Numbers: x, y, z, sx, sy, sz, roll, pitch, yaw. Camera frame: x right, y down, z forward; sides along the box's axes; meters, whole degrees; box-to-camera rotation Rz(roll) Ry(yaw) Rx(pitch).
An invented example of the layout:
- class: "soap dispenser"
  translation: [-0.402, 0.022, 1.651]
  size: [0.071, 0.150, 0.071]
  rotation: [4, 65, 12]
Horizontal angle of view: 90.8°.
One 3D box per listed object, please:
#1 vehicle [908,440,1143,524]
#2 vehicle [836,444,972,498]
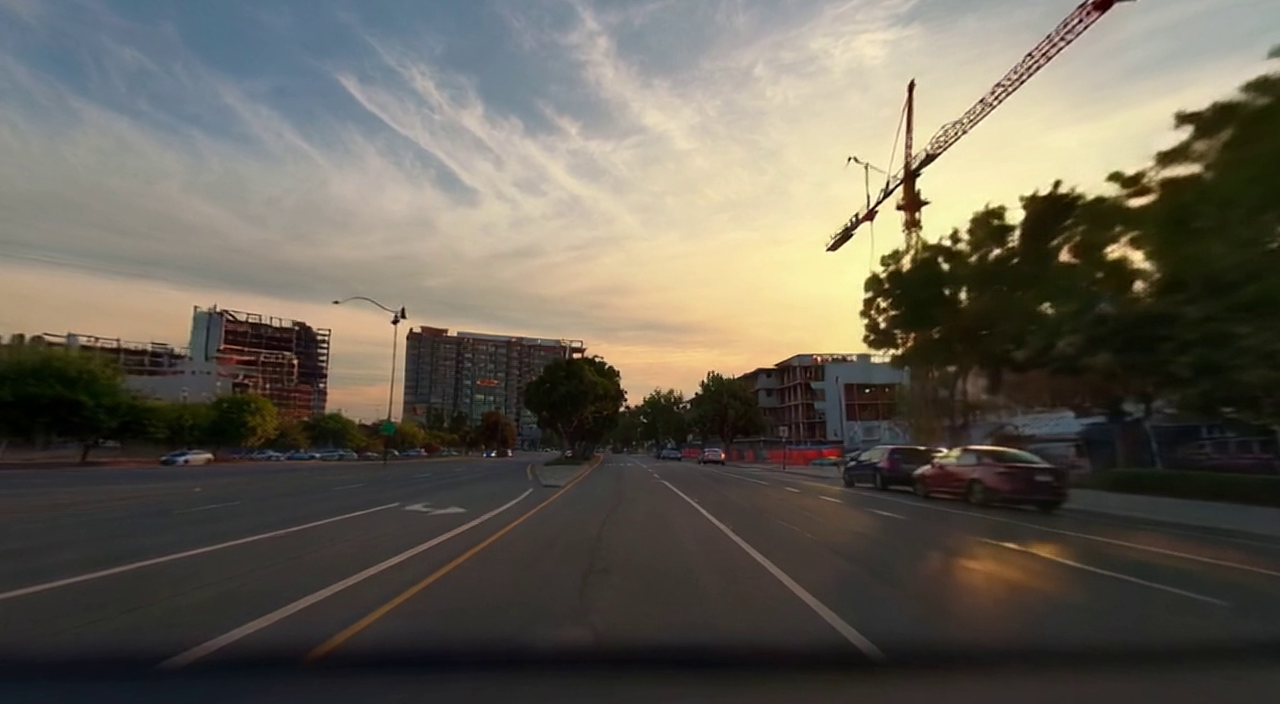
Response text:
- class: "vehicle"
  translation: [7.898, 2.669, 13.661]
  size: [1.946, 1.472, 4.753]
  rotation: [0, -9, -2]
- class: "vehicle"
  translation: [7.849, 3.545, 19.362]
  size: [2.079, 1.442, 4.406]
  rotation: [0, -9, -3]
